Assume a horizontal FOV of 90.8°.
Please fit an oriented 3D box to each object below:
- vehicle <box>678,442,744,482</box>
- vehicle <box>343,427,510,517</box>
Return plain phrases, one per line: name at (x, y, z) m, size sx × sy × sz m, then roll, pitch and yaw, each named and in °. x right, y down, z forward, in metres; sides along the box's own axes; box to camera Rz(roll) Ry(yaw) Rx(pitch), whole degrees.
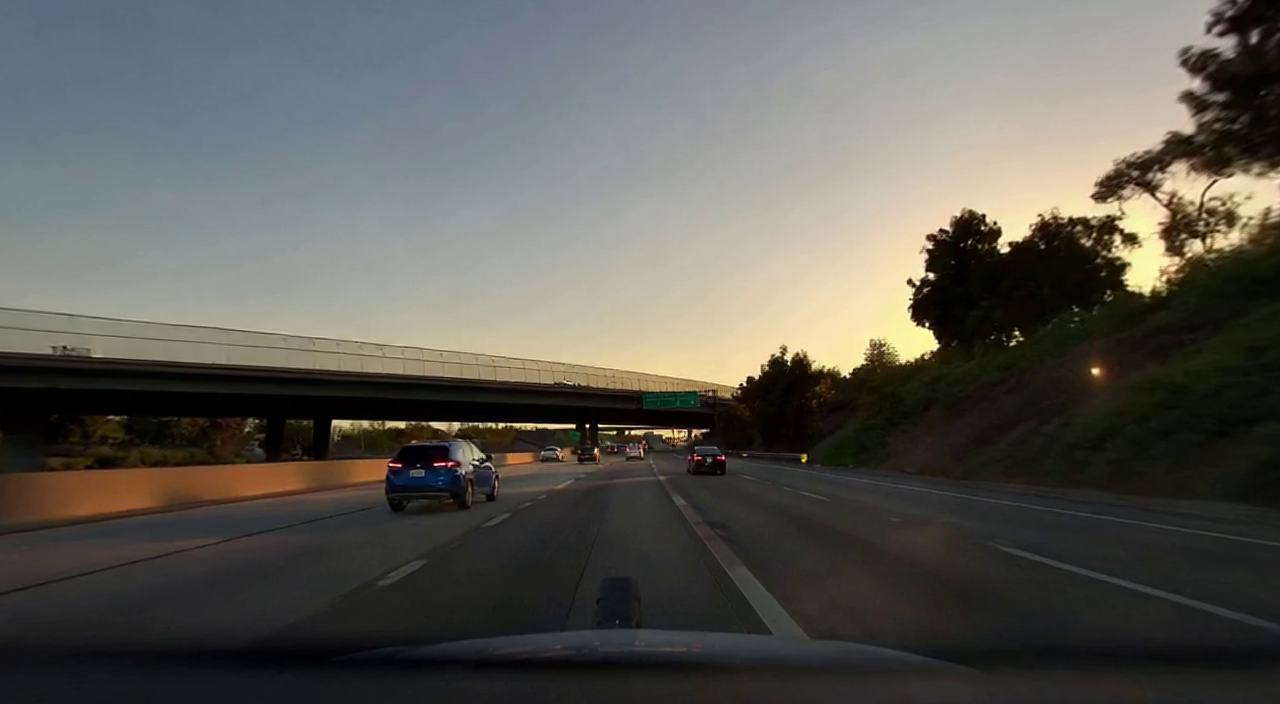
vehicle at (2.793, 4.428, 25.803) m, size 2.083 × 1.453 × 4.307 m, roll 0°, pitch -8°, yaw -1°
vehicle at (-4.377, 2.515, 13.761) m, size 2.193 × 1.641 × 4.077 m, roll 0°, pitch -8°, yaw 0°
